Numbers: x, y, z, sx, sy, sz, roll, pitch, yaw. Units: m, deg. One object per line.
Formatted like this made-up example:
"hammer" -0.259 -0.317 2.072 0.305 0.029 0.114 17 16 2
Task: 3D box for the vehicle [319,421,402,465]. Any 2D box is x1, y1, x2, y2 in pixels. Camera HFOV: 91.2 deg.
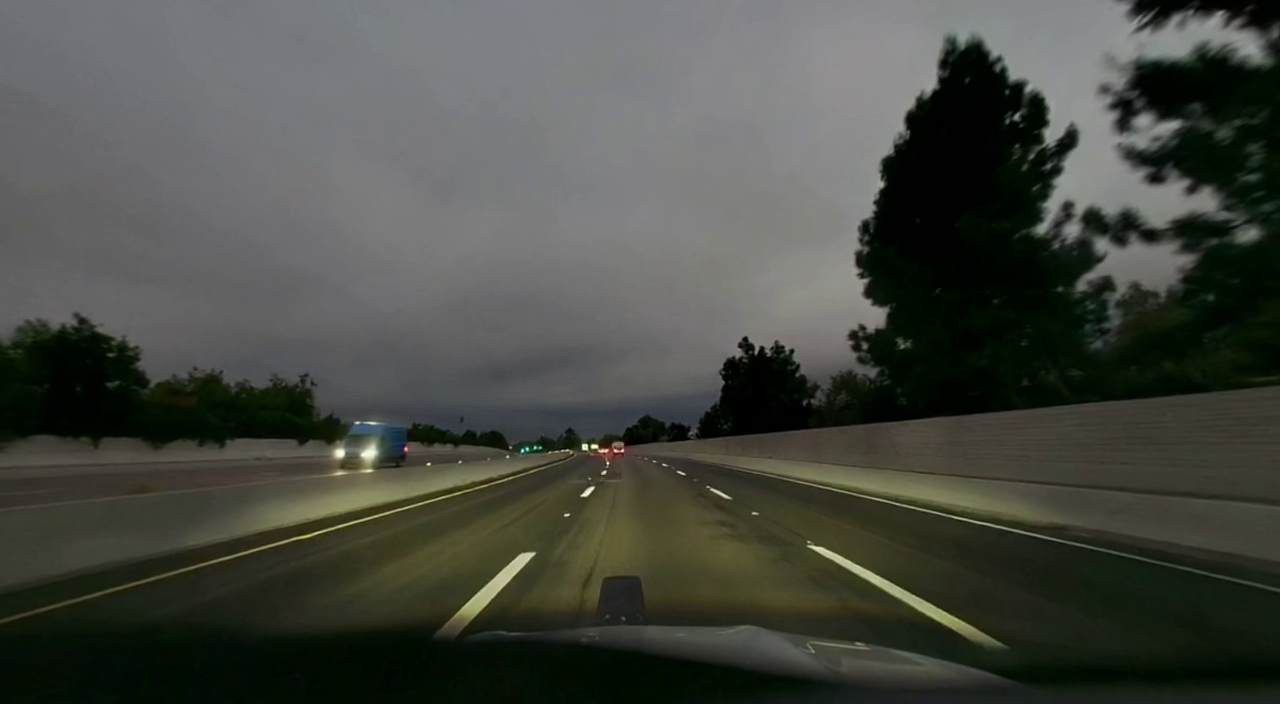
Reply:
"vehicle" -16.287 5.390 36.959 2.276 2.354 5.753 0 -9 -1
